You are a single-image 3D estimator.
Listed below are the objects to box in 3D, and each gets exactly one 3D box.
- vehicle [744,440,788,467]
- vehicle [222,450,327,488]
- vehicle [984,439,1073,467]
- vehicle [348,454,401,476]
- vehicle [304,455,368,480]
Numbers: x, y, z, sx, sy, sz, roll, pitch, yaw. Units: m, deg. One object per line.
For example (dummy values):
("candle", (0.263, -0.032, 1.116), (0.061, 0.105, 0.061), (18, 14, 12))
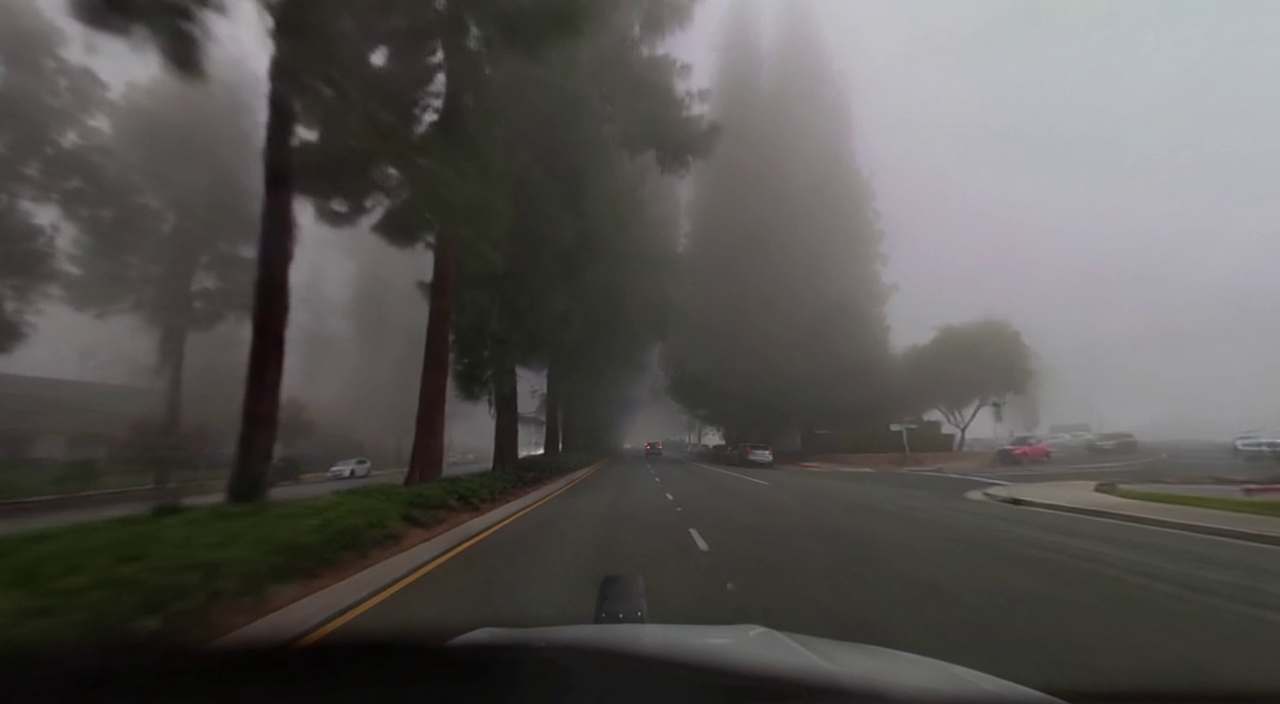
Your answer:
("vehicle", (9.071, 7.337, 45.737), (1.994, 1.738, 4.622), (4, -9, -2))
("vehicle", (-20.127, 6.427, 35.210), (2.208, 1.882, 5.826), (-1, -9, 2))
("vehicle", (23.634, 6.151, 38.509), (4.518, 1.599, 1.850), (2, -9, -14))
("vehicle", (-19.829, 8.449, 47.404), (1.840, 1.464, 4.781), (0, -9, 1))
("vehicle", (-19.846, 7.571, 41.507), (1.795, 1.452, 4.718), (0, -9, 1))
